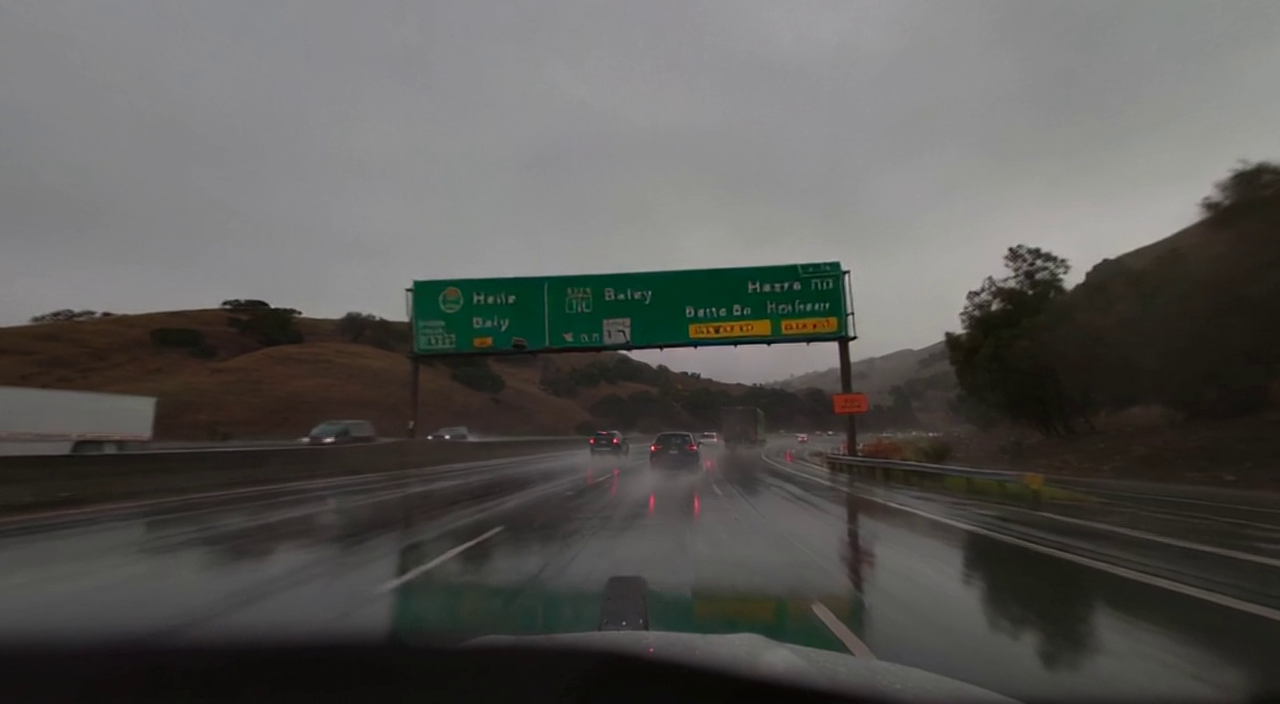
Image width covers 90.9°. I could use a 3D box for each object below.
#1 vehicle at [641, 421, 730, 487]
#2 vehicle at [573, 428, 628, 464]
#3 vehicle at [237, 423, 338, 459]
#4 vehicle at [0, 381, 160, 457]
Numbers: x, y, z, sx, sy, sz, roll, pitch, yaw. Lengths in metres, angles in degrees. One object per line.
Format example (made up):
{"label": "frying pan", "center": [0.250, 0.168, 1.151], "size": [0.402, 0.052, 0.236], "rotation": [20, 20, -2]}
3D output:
{"label": "vehicle", "center": [1.394, 3.195, 19.963], "size": [2.484, 1.820, 4.497], "rotation": [-1, -8, 3]}
{"label": "vehicle", "center": [-1.950, 4.830, 32.395], "size": [2.077, 1.712, 4.406], "rotation": [-1, -8, 6]}
{"label": "vehicle", "center": [-15.995, 4.082, 28.904], "size": [1.864, 1.507, 4.271], "rotation": [-1, -8, 5]}
{"label": "vehicle", "center": [-32.199, 3.558, 32.617], "size": [2.795, 3.678, 13.742], "rotation": [-1, -9, 6]}
